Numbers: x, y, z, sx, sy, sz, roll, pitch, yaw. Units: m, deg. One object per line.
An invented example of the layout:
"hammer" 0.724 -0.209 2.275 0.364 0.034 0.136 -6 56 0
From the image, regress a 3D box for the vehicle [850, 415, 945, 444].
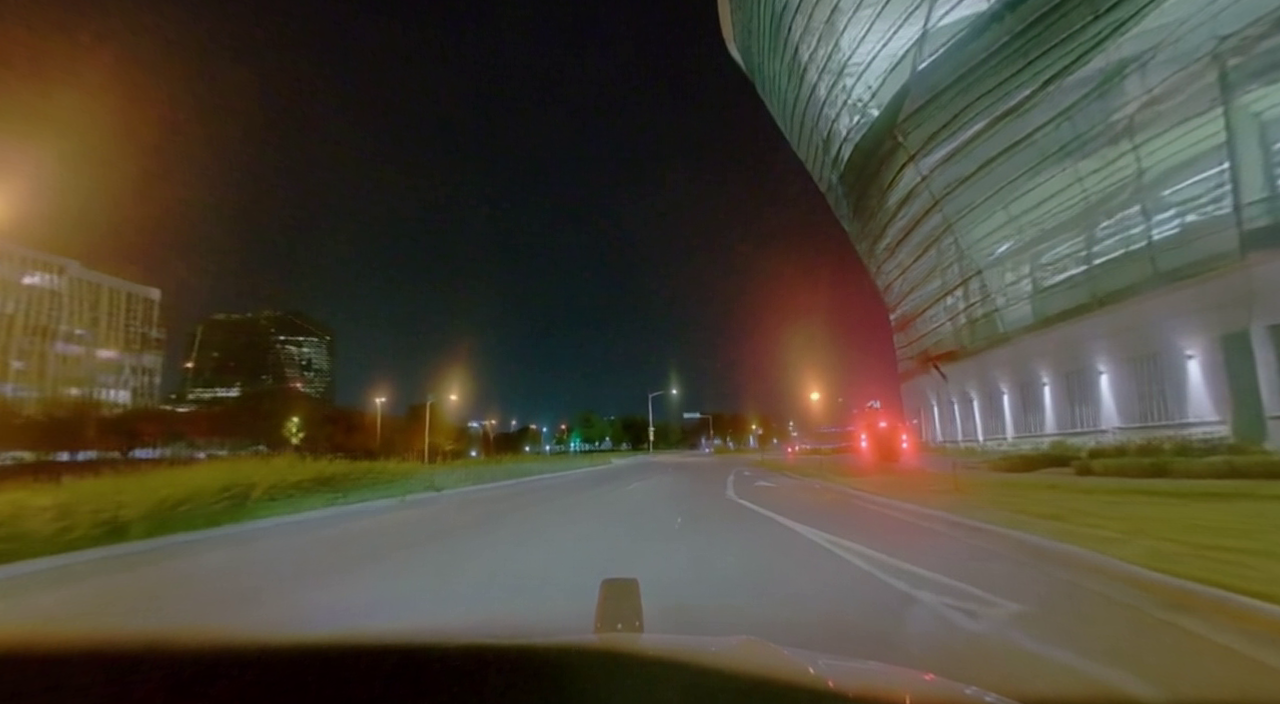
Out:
"vehicle" 17.602 5.347 43.385 5.745 1.902 2.244 -2 -9 14
